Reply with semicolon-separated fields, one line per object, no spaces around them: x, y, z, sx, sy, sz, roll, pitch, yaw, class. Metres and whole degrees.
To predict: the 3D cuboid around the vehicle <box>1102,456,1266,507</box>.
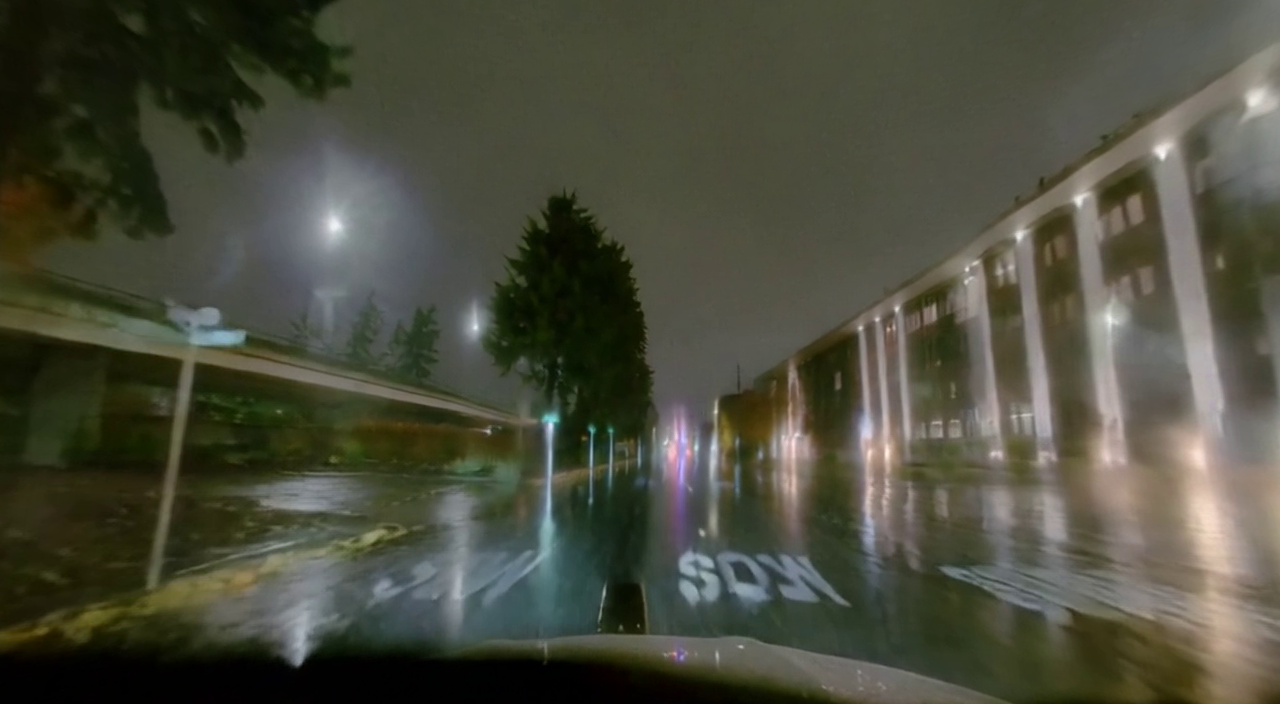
20.600;4.845;24.009;2.066;1.654;4.269;7;-11;-37;vehicle
